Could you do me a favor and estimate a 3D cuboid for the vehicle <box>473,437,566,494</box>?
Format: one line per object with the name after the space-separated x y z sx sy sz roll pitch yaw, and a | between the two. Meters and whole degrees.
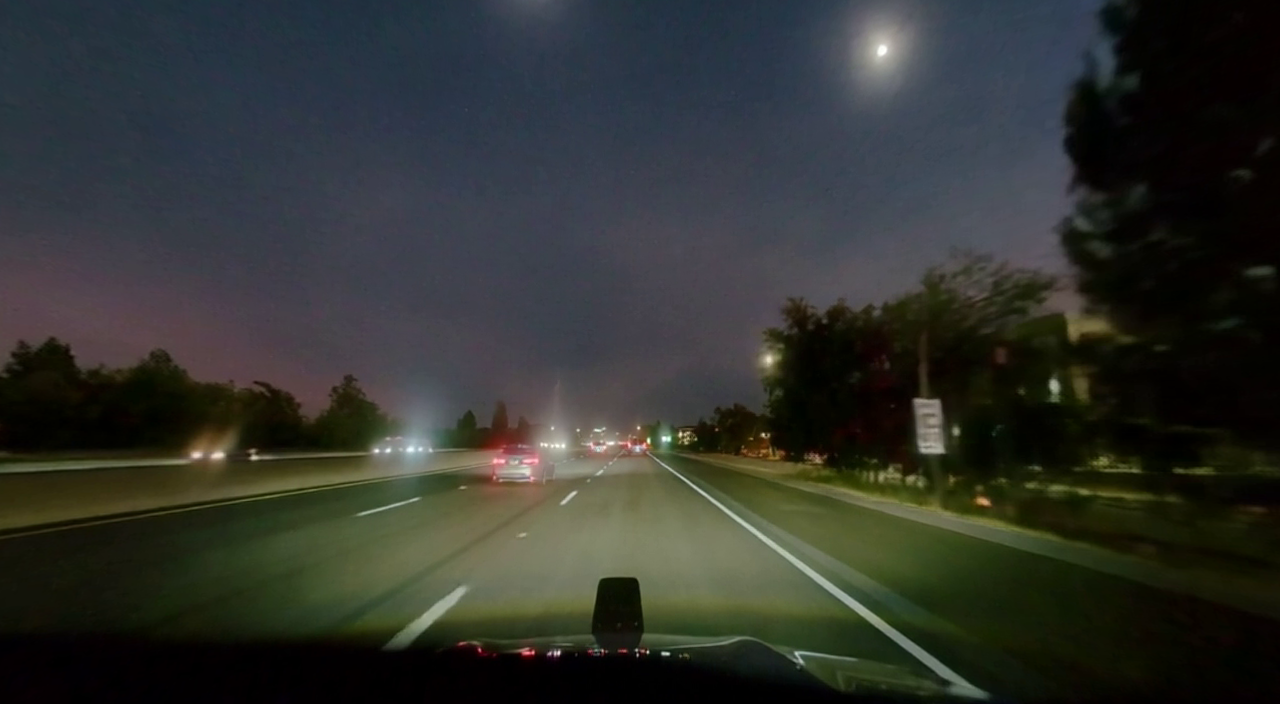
-3.381 3.274 18.594 1.920 1.463 4.134 0 -8 0 | vehicle

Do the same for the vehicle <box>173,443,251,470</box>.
-31.677 7.716 46.987 2.260 1.908 4.930 0 -8 0 | vehicle
